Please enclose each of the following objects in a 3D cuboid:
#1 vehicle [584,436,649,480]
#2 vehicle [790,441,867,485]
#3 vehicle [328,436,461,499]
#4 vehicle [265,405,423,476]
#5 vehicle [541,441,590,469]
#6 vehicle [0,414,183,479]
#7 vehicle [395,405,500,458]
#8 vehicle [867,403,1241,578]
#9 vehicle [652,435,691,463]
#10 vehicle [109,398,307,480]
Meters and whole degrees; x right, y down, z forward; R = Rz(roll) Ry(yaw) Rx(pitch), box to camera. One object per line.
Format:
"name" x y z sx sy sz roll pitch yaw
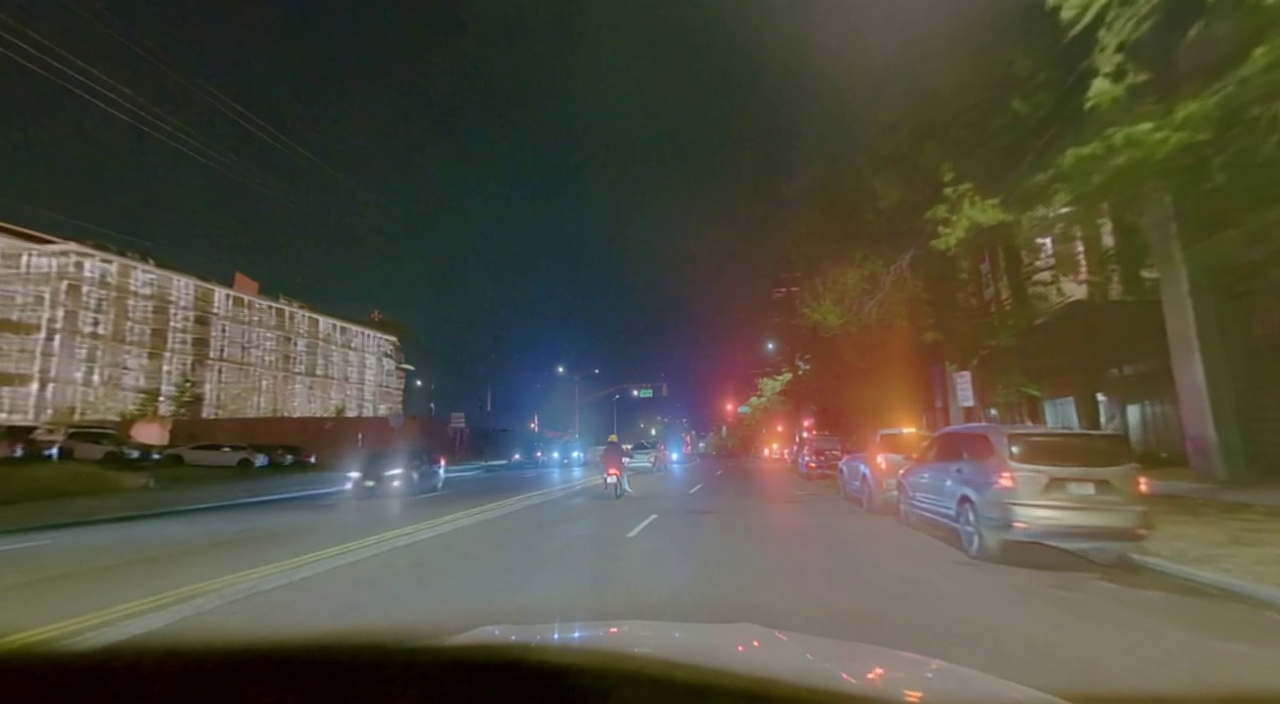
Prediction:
"vehicle" -0.857 4.279 25.699 1.925 1.602 4.090 -1 -9 9
"vehicle" 6.928 4.105 23.739 1.973 1.457 4.522 -1 -9 6
"vehicle" -7.675 3.646 20.370 2.053 1.771 4.684 -1 -9 5
"vehicle" -14.830 4.630 32.815 2.990 3.144 9.080 -1 -9 6
"vehicle" -4.490 6.349 38.655 2.105 1.509 4.753 -2 -10 4
"vehicle" -27.154 4.732 31.763 2.933 2.907 6.416 -2 -8 9
"vehicle" -13.212 5.767 44.666 2.996 3.170 10.153 -4 -9 8
"vehicle" 5.331 1.854 9.421 2.387 1.820 5.286 -1 -9 6
"vehicle" 2.374 7.098 46.377 2.295 1.929 5.498 -1 -9 8
"vehicle" -20.701 4.273 31.287 3.283 3.441 8.669 -1 -8 4
